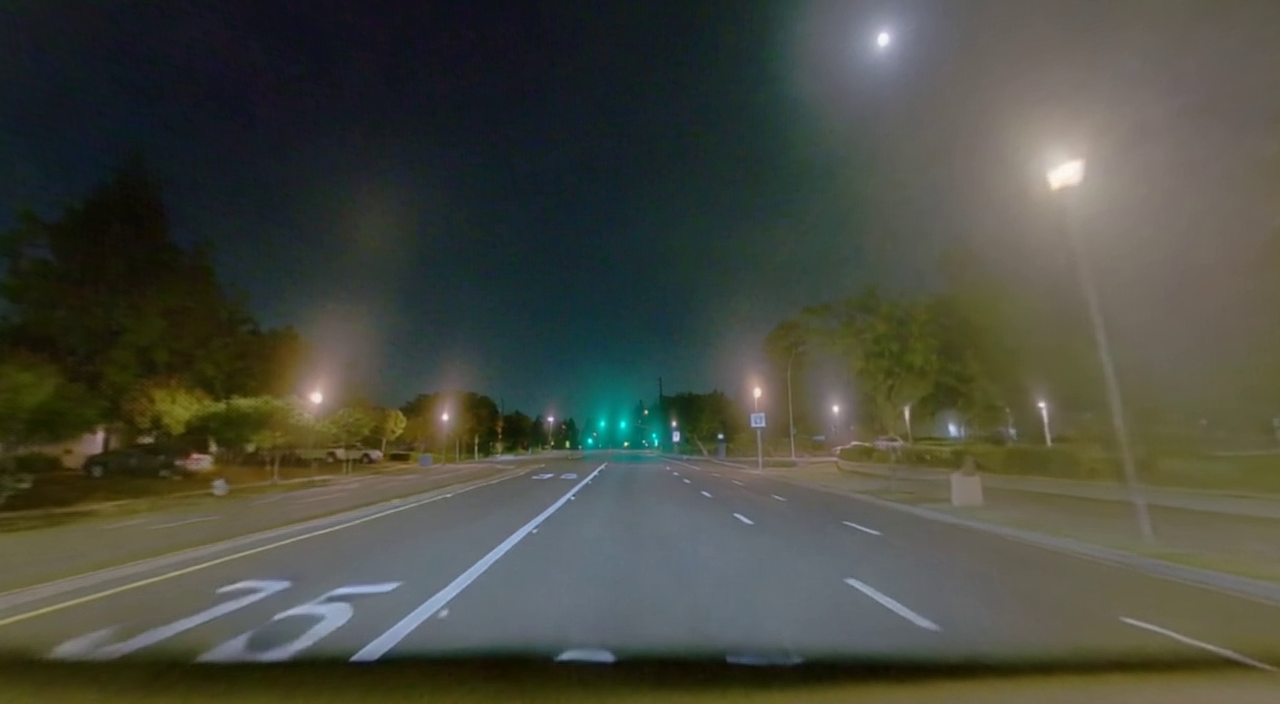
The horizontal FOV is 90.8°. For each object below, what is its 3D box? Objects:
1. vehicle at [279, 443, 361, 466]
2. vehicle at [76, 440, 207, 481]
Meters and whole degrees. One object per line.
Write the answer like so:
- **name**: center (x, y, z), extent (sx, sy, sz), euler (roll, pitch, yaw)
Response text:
- **vehicle**: center (-21.449, 6.900, 42.479), extent (4.495, 1.472, 1.833), euler (0, -9, -1)
- **vehicle**: center (-21.150, 4.643, 26.935), extent (3.886, 1.641, 1.850), euler (1, -11, 0)
